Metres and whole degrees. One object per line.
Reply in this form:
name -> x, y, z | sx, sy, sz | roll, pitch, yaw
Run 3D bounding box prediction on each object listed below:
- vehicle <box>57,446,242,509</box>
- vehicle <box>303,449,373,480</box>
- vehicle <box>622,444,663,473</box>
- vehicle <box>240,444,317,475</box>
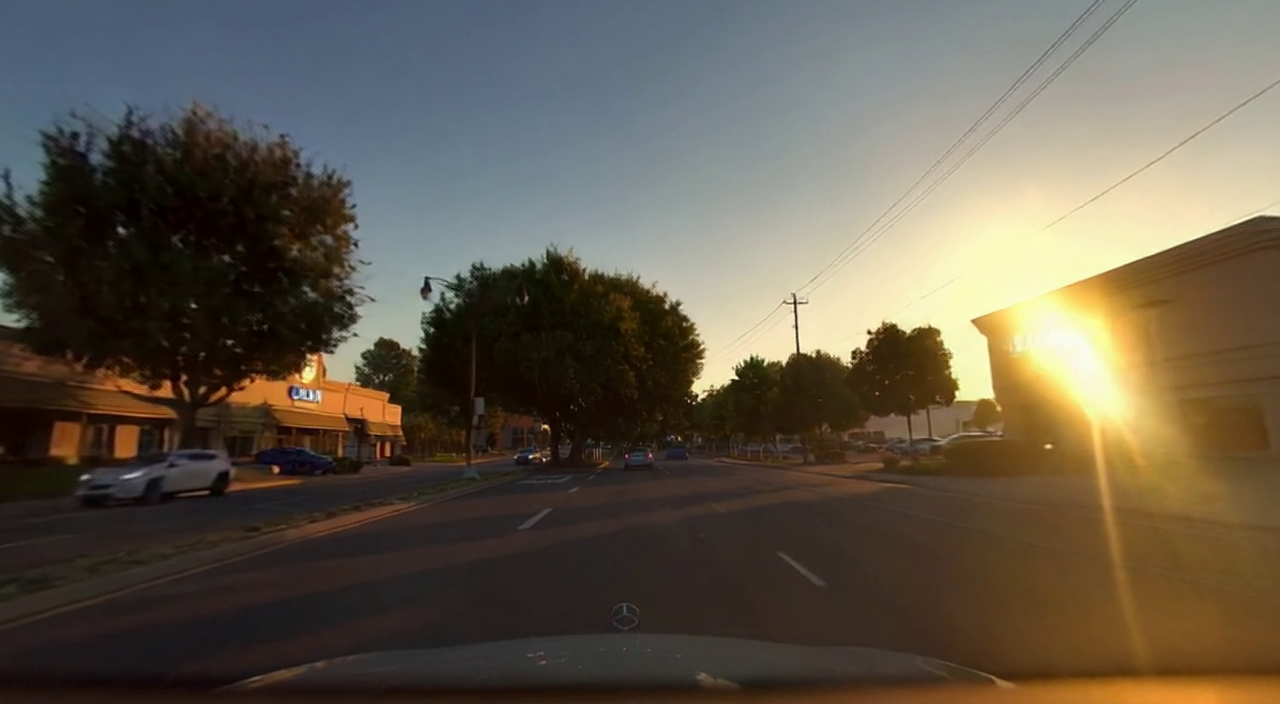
vehicle -> -15.830, 4.023, 20.792 | 2.149, 1.795, 4.980 | 0, -9, -1
vehicle -> -19.528, 7.275, 40.955 | 2.072, 1.804, 5.136 | -1, -9, -1
vehicle -> 0.089, 5.688, 33.778 | 1.998, 1.452, 3.773 | 0, -9, -2
vehicle -> -24.233, 7.196, 42.465 | 2.146, 1.939, 5.462 | 1, -9, -3
